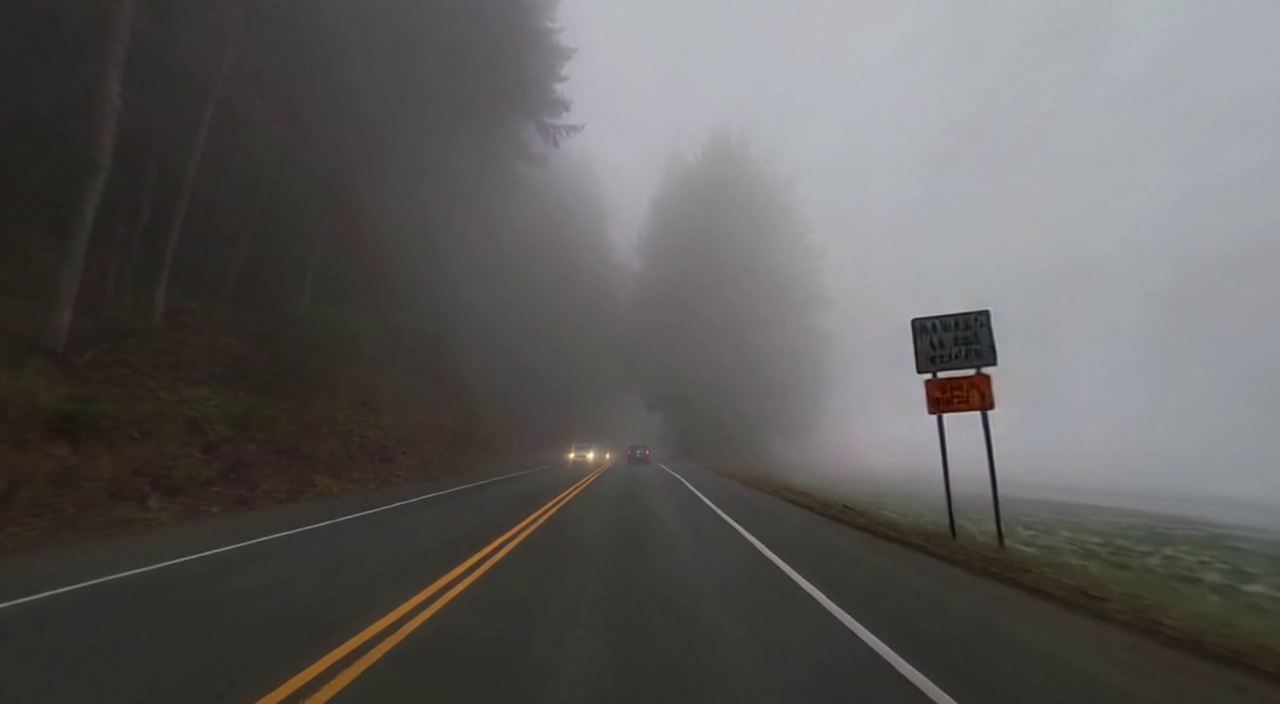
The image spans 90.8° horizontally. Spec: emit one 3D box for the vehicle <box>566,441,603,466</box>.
[{"bbox_3d":[-3.668,6.814,42.557,1.987,1.526,4.205,0,-9,2],"label":"vehicle"}]

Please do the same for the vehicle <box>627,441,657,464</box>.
[{"bbox_3d":[0.121,7.114,44.821,2.067,1.486,3.861,0,-9,0],"label":"vehicle"}]
